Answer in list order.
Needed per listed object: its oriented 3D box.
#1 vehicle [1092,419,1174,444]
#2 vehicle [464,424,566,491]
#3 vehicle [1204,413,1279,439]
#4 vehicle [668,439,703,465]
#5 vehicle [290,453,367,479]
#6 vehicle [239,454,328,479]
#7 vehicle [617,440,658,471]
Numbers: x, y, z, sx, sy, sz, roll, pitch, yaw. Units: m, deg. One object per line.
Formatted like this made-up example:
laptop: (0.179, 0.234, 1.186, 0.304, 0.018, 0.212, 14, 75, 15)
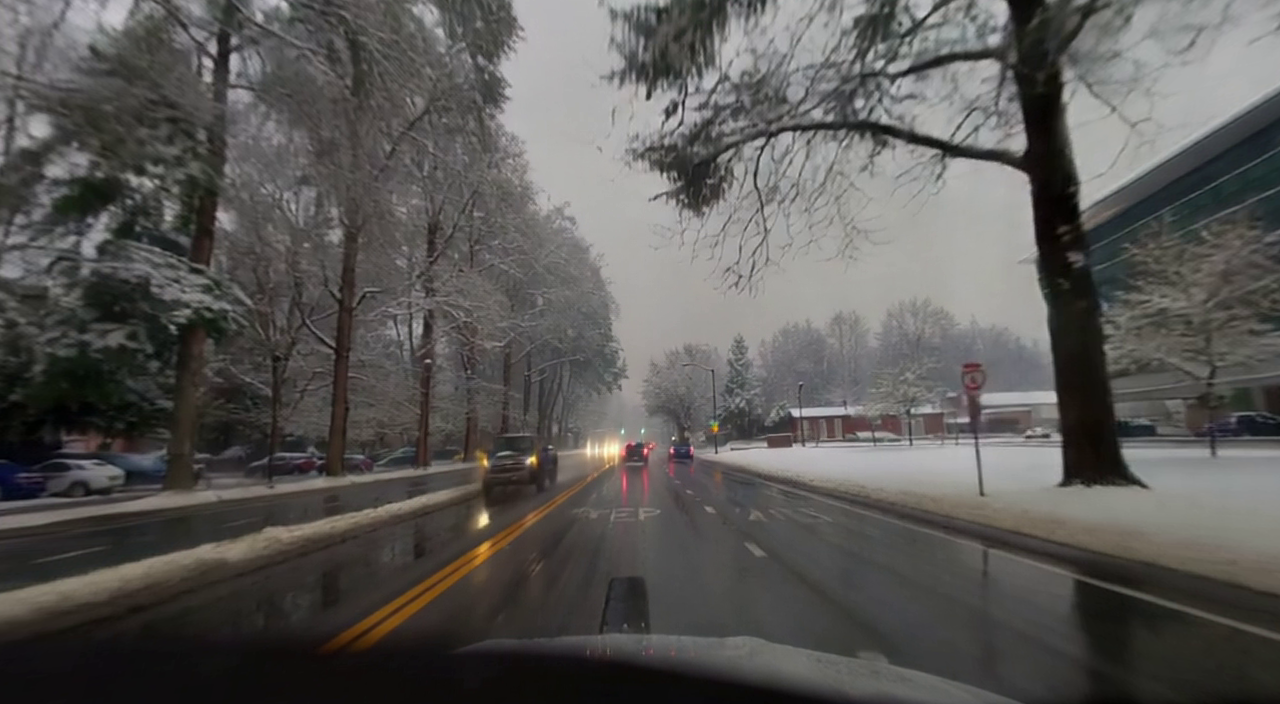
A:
vehicle: (36.906, 5.988, 47.290, 4.343, 1.714, 1.983, -2, -8, 2)
vehicle: (-3.963, 3.474, 21.121, 2.301, 1.946, 5.199, 0, -8, 1)
vehicle: (36.212, 4.373, 36.880, 4.482, 1.462, 1.943, 0, -8, -1)
vehicle: (3.239, 7.238, 45.659, 2.189, 1.766, 4.495, 0, -8, 0)
vehicle: (-21.637, 7.907, 43.917, 4.351, 1.432, 2.037, -3, -8, 1)
vehicle: (-22.058, 7.082, 39.113, 4.243, 1.478, 2.035, 1, -8, -5)
vehicle: (-0.116, 5.613, 34.384, 2.109, 1.612, 3.963, 0, -8, 0)
